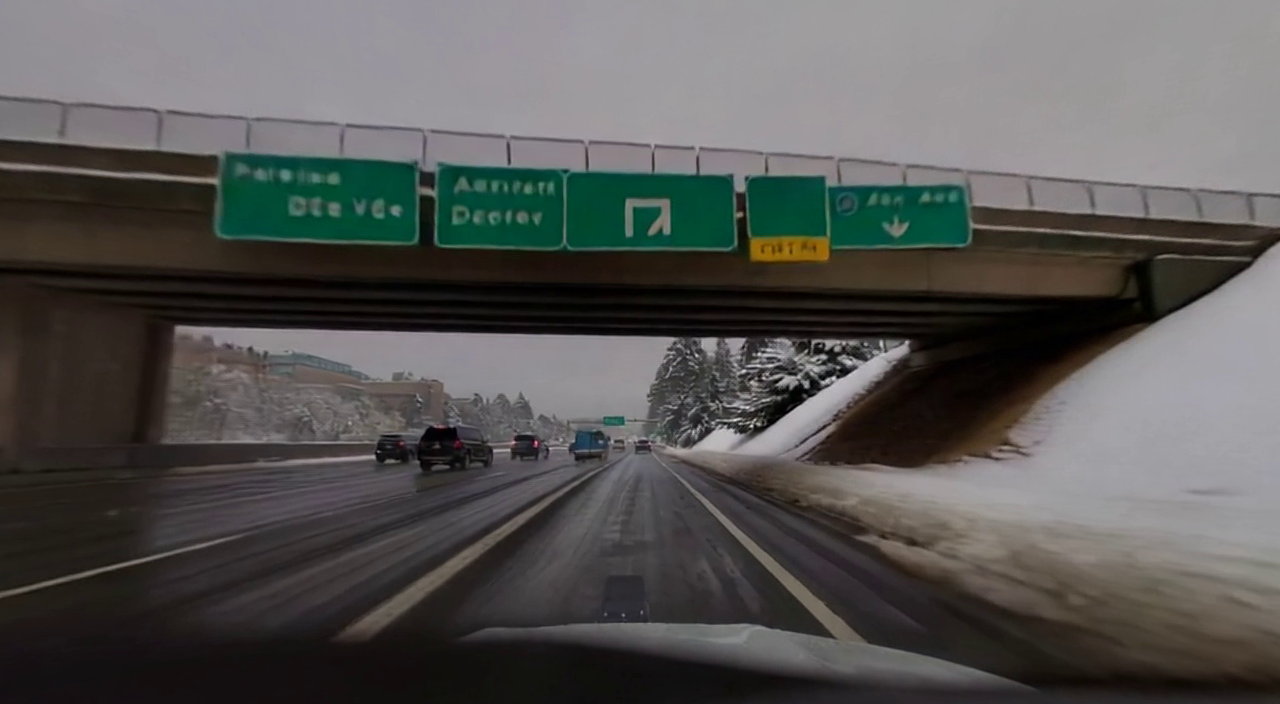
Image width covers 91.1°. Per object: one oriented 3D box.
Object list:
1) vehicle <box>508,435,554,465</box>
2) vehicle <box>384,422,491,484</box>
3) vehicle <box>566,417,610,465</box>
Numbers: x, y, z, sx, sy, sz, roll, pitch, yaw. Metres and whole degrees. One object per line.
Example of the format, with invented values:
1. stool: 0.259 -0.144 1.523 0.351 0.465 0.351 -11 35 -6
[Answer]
1. vehicle: -6.925 6.266 40.403 2.109 1.784 4.709 0 -8 1
2. vehicle: -7.040 3.575 22.470 2.179 1.948 4.618 0 -8 1
3. vehicle: -3.254 5.778 40.710 2.301 2.843 6.458 0 -8 0
